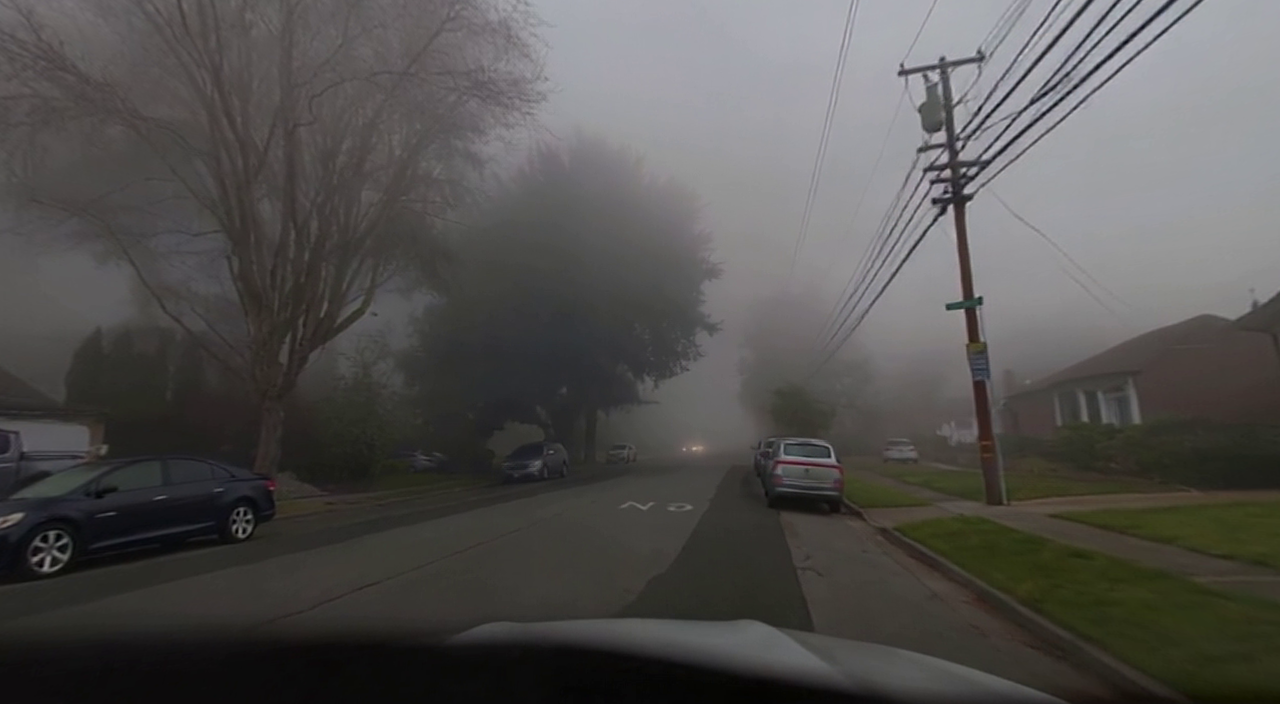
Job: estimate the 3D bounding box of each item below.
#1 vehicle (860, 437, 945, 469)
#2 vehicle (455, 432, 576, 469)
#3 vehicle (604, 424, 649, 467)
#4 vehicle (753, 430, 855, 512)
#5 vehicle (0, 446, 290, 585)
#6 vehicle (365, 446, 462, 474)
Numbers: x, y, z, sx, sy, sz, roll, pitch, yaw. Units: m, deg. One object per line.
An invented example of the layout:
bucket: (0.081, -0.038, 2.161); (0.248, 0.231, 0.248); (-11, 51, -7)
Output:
vehicle: (14.758, 5.701, 35.736); (4.075, 1.674, 1.811); (-1, -8, 11)
vehicle: (-7.214, 5.744, 36.872); (6.488, 2.009, 2.354); (-1, -8, 11)
vehicle: (-0.887, 6.880, 46.429); (2.199, 2.902, 5.848); (-1, -8, 10)
vehicle: (3.528, 2.559, 13.993); (1.908, 1.572, 3.105); (-1, -8, 12)
vehicle: (-7.478, 2.061, 8.847); (1.968, 1.449, 4.502); (-1, -8, 11)
vehicle: (-11.990, 5.713, 33.549); (4.481, 1.420, 1.712); (-1, -8, 7)
